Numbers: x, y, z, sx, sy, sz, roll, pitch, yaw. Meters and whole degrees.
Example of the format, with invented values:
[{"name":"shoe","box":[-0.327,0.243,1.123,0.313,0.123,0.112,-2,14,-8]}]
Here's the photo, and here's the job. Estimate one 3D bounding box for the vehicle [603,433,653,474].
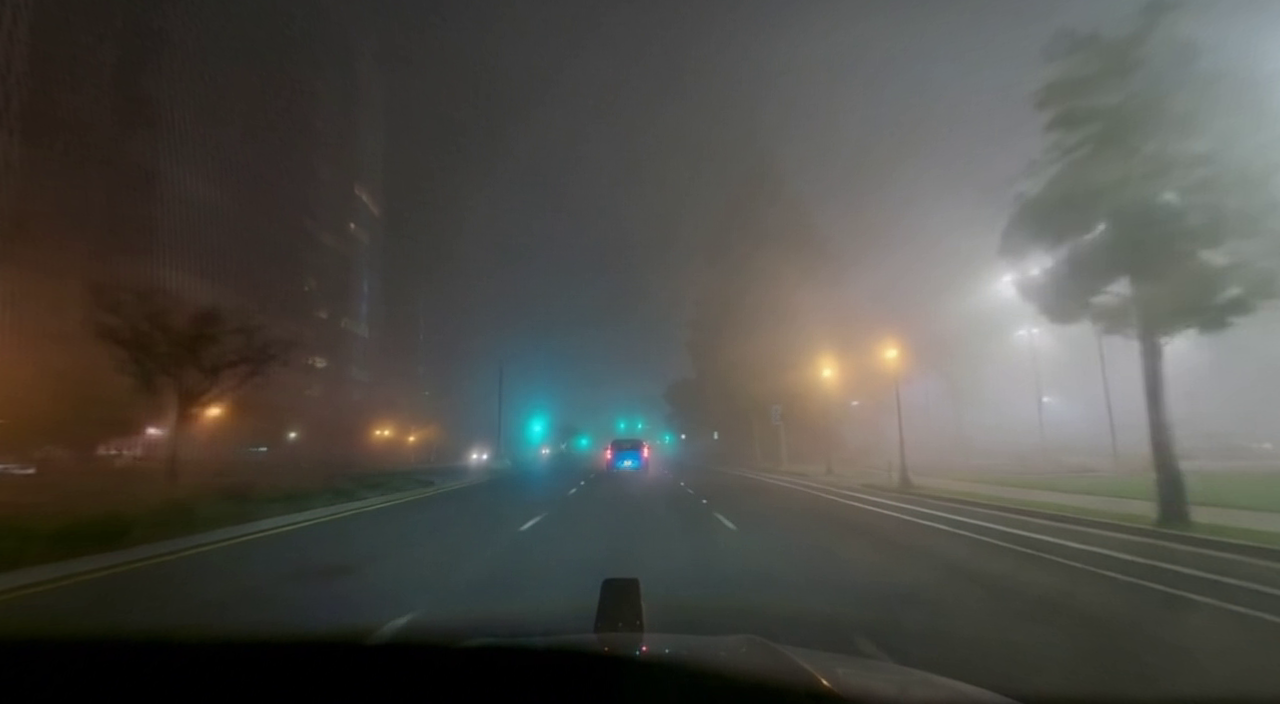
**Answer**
[{"name":"vehicle","box":[-0.557,4.970,31.215,2.313,1.860,4.319,0,-8,0]}]
